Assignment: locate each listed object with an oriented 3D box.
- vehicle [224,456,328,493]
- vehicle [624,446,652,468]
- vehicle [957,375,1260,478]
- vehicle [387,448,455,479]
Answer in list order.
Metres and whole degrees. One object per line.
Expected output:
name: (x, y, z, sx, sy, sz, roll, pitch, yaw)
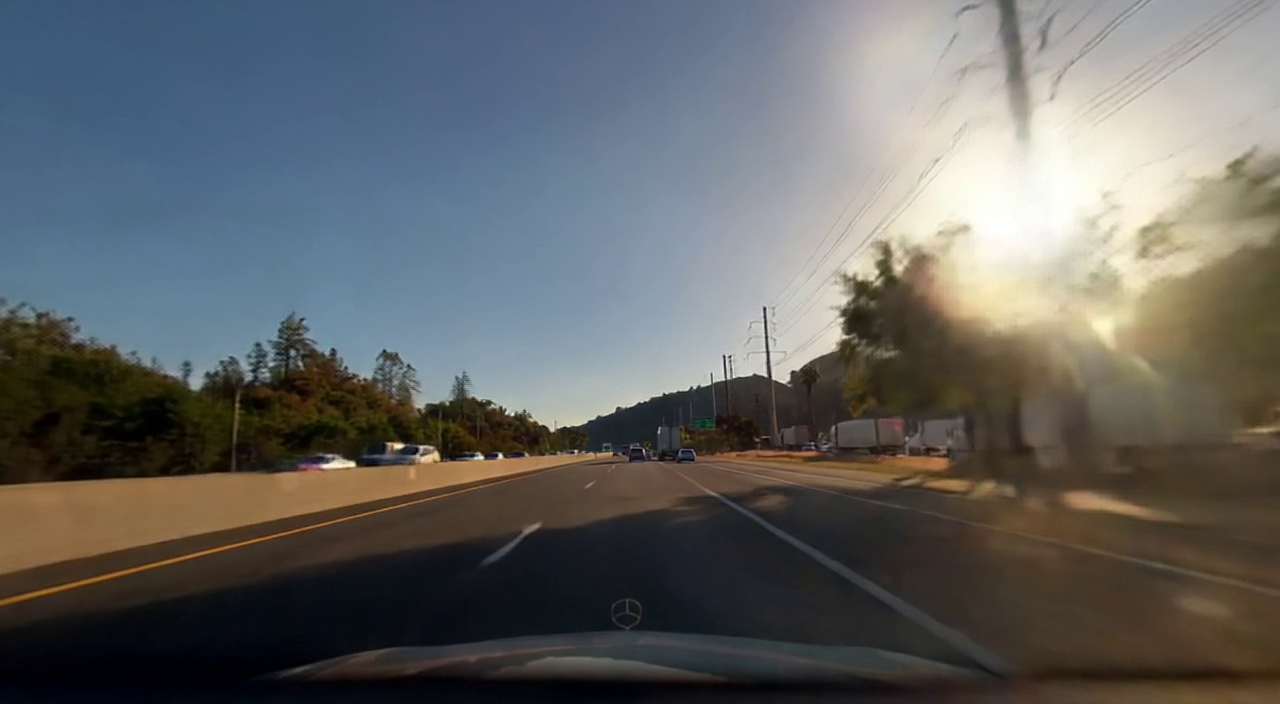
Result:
vehicle: (-15.925, 5.336, 27.860, 1.876, 1.435, 4.433, 0, -9, 1)
vehicle: (-0.167, 8.152, 48.869, 2.111, 1.599, 3.859, 0, -9, 0)
vehicle: (23.697, 4.399, 34.725, 2.915, 4.218, 17.329, 0, -9, -2)
vehicle: (-11.728, 6.003, 34.143, 1.950, 1.505, 4.757, 0, -9, 0)
